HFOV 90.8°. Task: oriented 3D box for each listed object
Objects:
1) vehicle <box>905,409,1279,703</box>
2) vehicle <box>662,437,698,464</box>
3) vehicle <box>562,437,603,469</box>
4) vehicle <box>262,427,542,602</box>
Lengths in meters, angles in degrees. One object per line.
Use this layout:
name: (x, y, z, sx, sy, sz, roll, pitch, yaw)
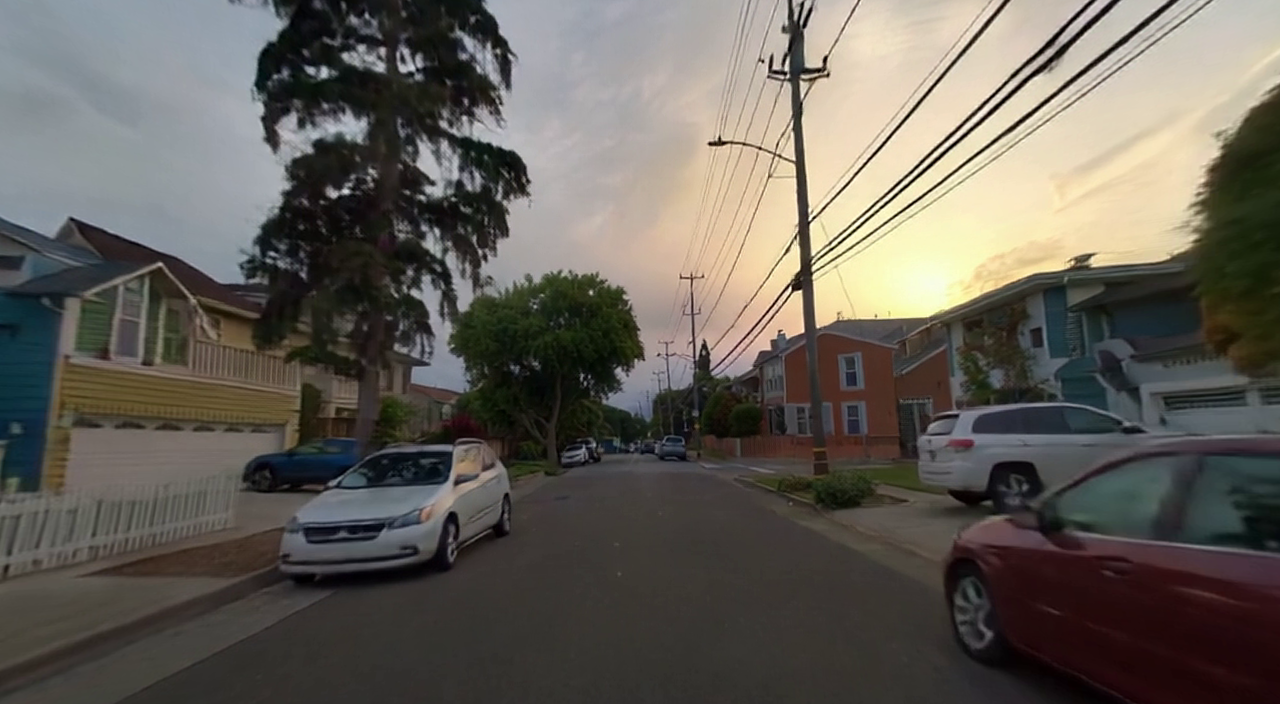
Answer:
vehicle: (3.115, 1.095, 2.591, 2.043, 1.631, 4.613, 1, -7, 0)
vehicle: (2.849, 7.141, 46.219, 2.129, 1.873, 4.471, 0, -7, -2)
vehicle: (-3.506, 6.210, 39.144, 2.082, 1.759, 4.541, -2, -7, 0)
vehicle: (-3.046, 2.104, 9.418, 2.204, 1.655, 4.813, -7, -7, 0)
